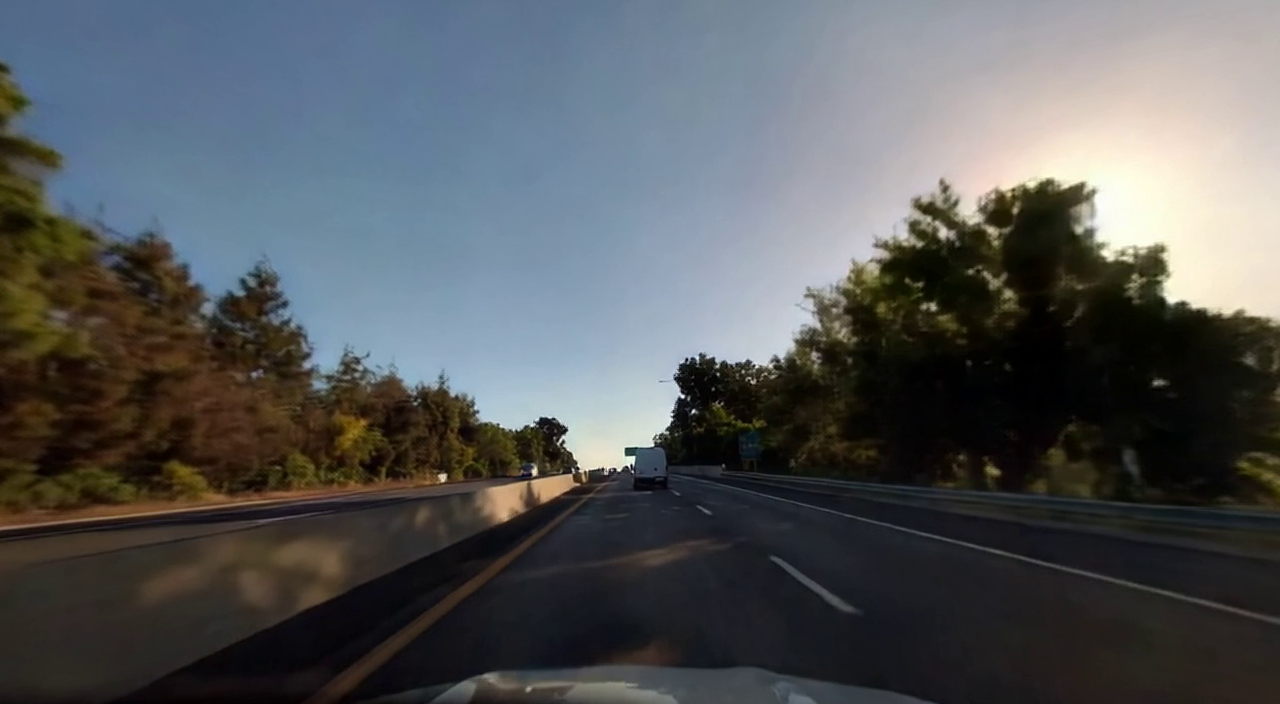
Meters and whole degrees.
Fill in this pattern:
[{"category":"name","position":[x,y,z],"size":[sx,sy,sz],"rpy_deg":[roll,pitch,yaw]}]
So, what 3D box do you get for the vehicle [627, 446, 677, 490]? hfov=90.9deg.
[{"category":"vehicle","position":[0.573,6.288,34.238],"size":[2.429,2.167,4.558],"rpy_deg":[1,-11,-2]}]
